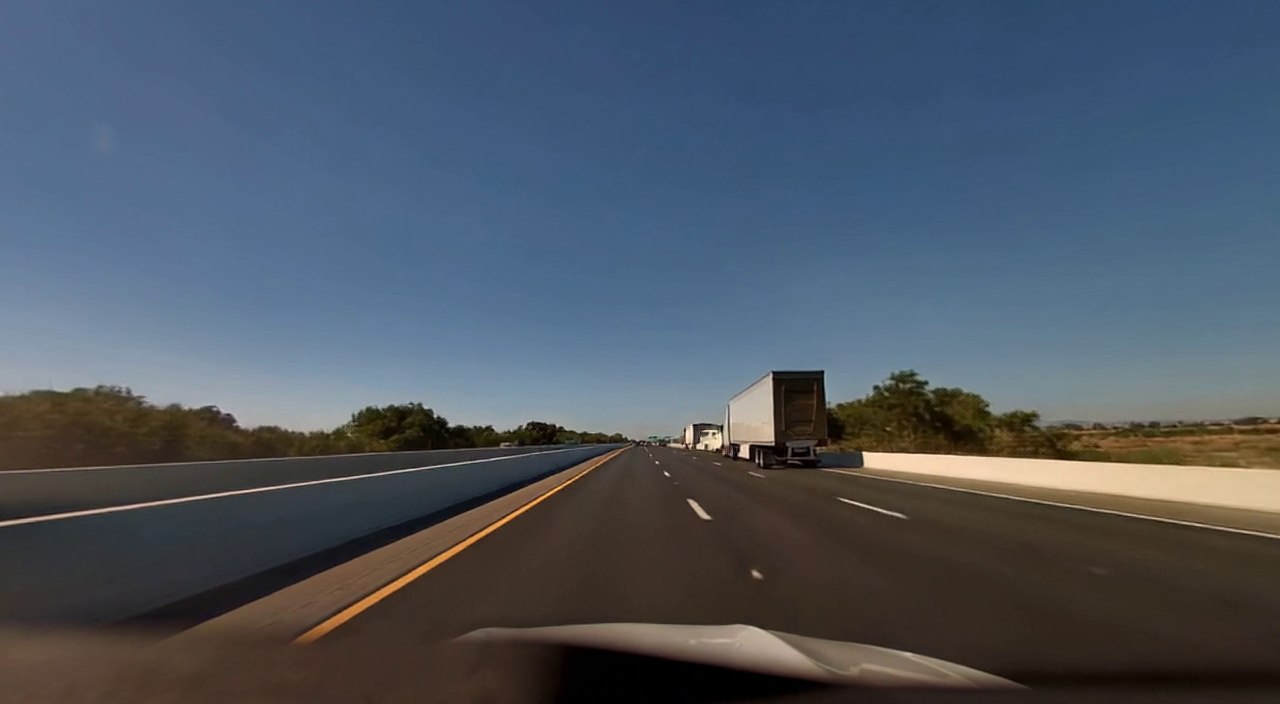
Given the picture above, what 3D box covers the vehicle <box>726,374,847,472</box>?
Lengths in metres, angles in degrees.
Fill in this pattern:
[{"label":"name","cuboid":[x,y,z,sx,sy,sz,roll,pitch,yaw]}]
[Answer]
[{"label":"vehicle","cuboid":[7.066,3.948,33.316,2.885,4.075,13.981,0,-8,-1]}]
